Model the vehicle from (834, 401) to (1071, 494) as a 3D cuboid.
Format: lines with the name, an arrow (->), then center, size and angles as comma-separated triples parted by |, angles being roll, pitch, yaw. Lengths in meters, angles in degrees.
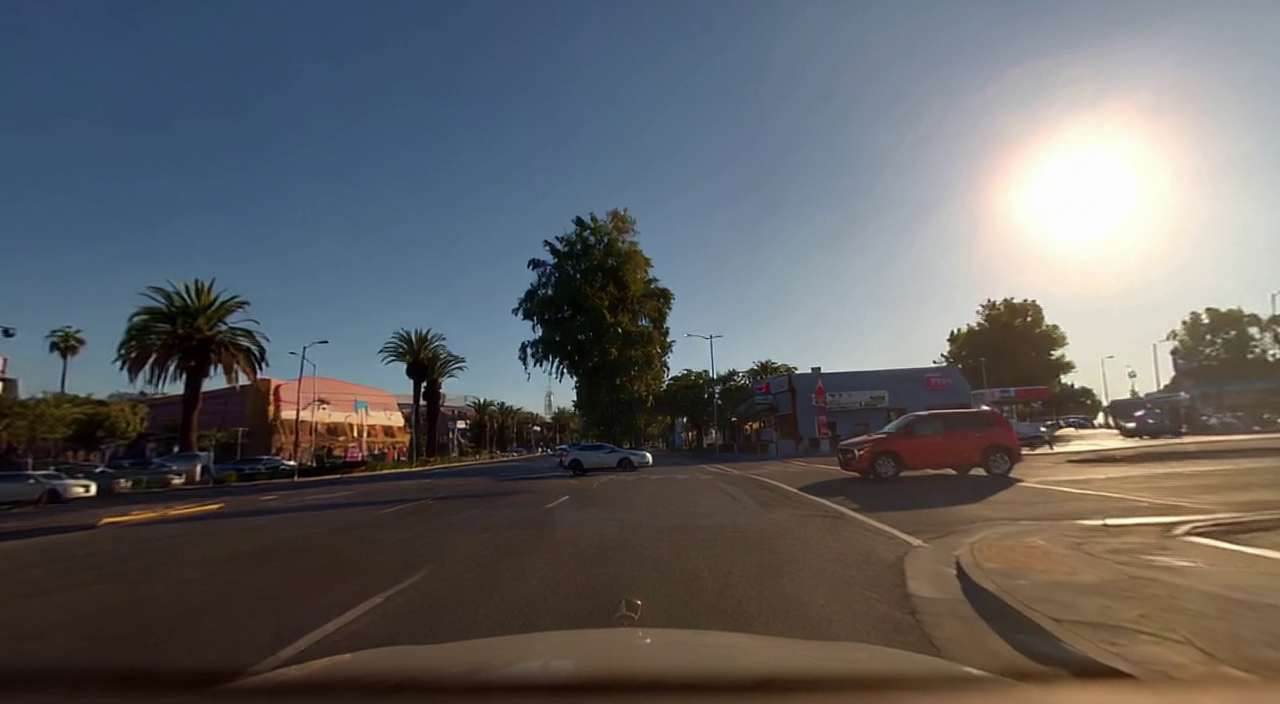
vehicle -> 7.534, 2.355, 15.621 | 4.640, 1.800, 2.026 | -4, -9, 1

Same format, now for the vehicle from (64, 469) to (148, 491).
vehicle -> -38.406, 9.207, 45.293 | 4.290, 1.475, 1.742 | 0, -8, -3

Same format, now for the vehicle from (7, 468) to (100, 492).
vehicle -> -44.004, 9.598, 47.267 | 4.854, 1.696, 1.834 | 1, -8, -5

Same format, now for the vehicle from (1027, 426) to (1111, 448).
vehicle -> 29.958, 5.976, 44.091 | 4.363, 1.503, 1.989 | 0, -8, 3

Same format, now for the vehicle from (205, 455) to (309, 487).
vehicle -> -25.936, 8.048, 42.721 | 5.803, 1.632, 2.173 | -4, -7, 3

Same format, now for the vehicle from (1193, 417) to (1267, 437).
vehicle -> 43.932, 5.602, 46.916 | 3.739, 1.451, 1.647 | 0, -8, 0
